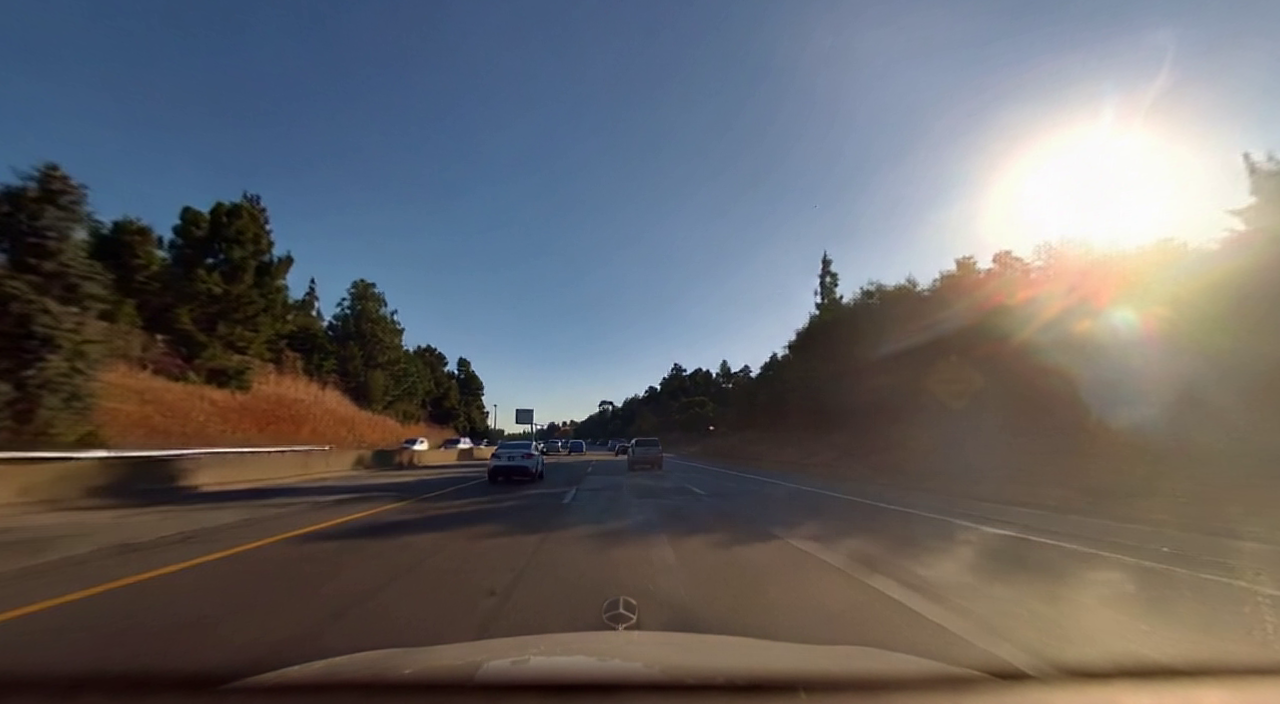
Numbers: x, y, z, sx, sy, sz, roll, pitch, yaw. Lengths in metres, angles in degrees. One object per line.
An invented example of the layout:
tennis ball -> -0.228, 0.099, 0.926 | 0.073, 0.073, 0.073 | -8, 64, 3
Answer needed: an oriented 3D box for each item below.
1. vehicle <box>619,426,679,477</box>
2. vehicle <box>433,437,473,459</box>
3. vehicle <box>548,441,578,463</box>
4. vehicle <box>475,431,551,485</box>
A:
vehicle -> 0.267, 4.173, 26.378 | 2.179, 1.930, 4.538 | 0, -9, -3
vehicle -> -14.688, 7.593, 49.499 | 1.915, 1.638, 4.443 | 0, -9, -2
vehicle -> -5.533, 7.261, 45.422 | 1.809, 1.510, 4.235 | 0, -9, -2
vehicle -> -4.422, 3.759, 22.444 | 1.963, 1.711, 4.284 | 0, -9, -2
